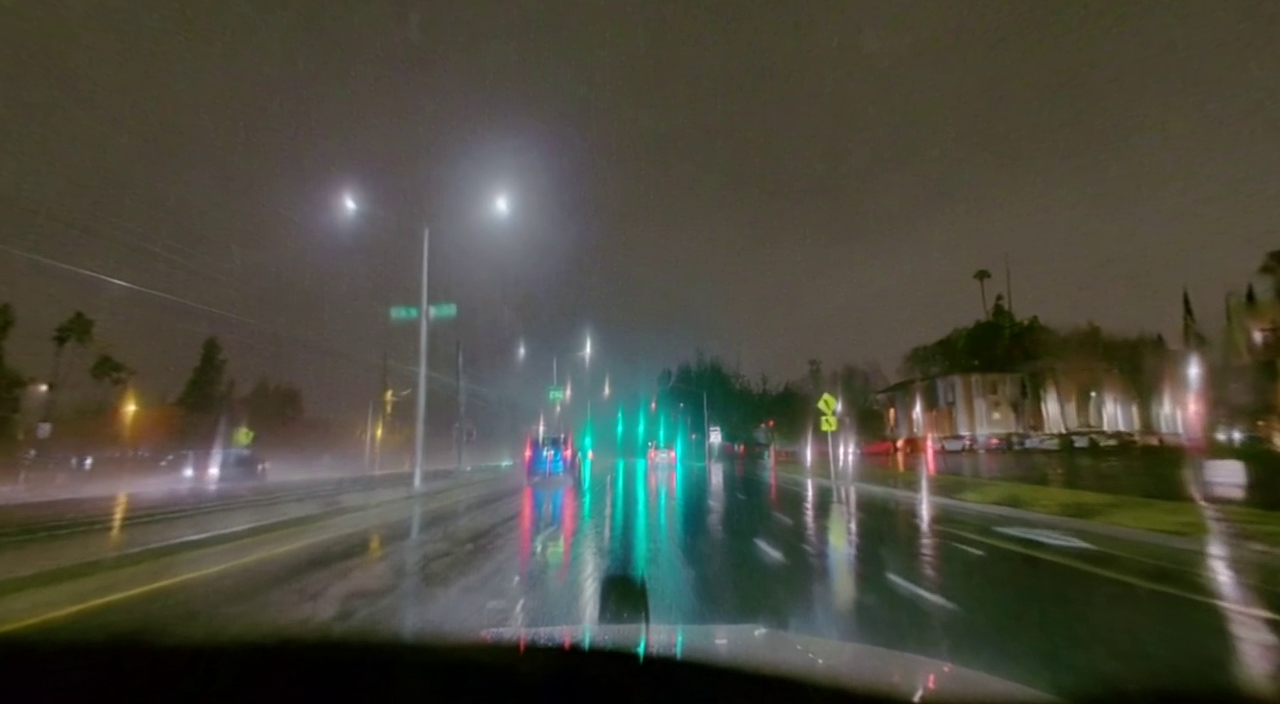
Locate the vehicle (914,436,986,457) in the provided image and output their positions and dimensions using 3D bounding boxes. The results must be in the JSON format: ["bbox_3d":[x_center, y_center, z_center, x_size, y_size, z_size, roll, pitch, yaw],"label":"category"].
[{"bbox_3d":[22.852,6.980,46.558,4.325,1.534,1.876,0,-9,0],"label":"vehicle"}]

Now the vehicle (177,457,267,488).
[{"bbox_3d":[-22.187,6.385,33.677,1.848,1.498,4.270,0,-9,1],"label":"vehicle"}]

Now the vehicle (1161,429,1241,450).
[{"bbox_3d":[41.478,6.488,46.637,4.166,1.495,1.732,0,-10,0],"label":"vehicle"}]

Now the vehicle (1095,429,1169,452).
[{"bbox_3d":[36.510,6.564,46.846,4.045,1.426,1.701,-2,-5,1],"label":"vehicle"}]

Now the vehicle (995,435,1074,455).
[{"bbox_3d":[29.016,6.868,46.430,4.479,1.470,1.823,-1,-9,2],"label":"vehicle"}]

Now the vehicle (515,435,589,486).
[{"bbox_3d":[-3.317,4.214,24.722,2.150,1.812,4.423,0,-9,2],"label":"vehicle"}]
